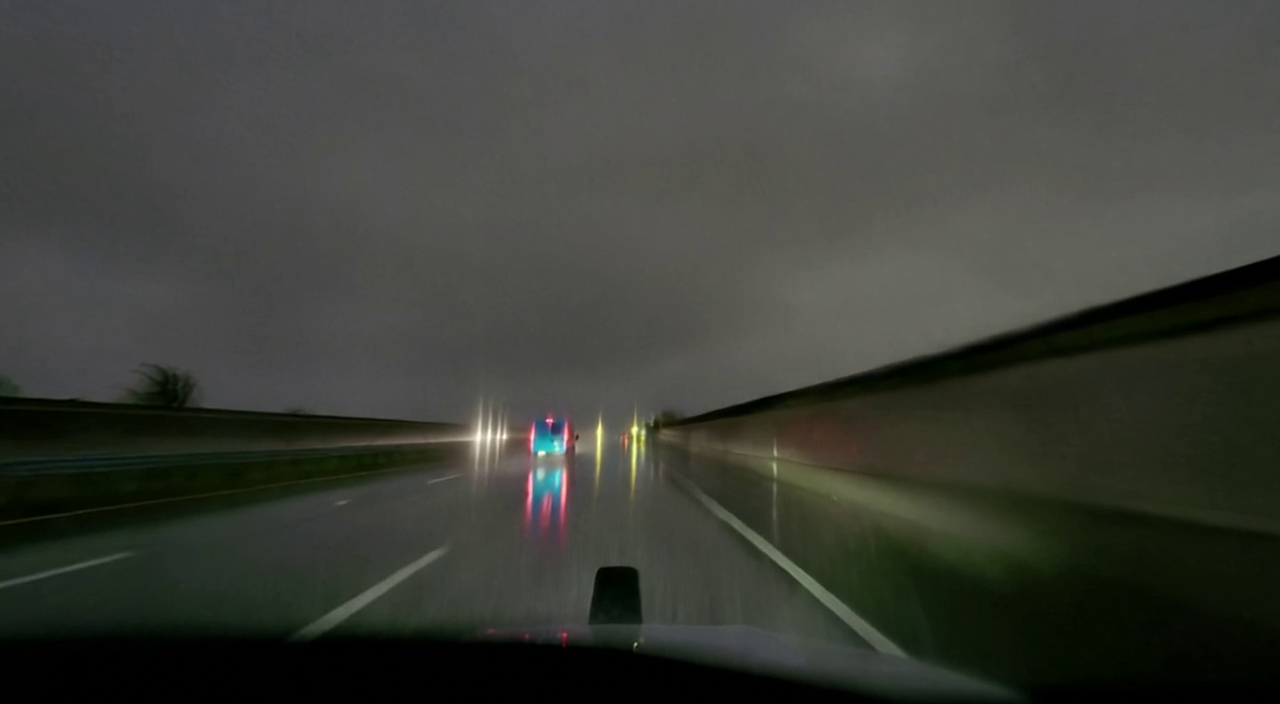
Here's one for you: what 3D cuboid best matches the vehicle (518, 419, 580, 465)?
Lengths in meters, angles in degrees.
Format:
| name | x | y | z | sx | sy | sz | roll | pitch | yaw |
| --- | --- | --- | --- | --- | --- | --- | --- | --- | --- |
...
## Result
| name | x | y | z | sx | sy | sz | roll | pitch | yaw |
| --- | --- | --- | --- | --- | --- | --- | --- | --- | --- |
| vehicle | -4.413 | 4.465 | 31.376 | 2.309 | 2.053 | 4.884 | 0 | -8 | 1 |
